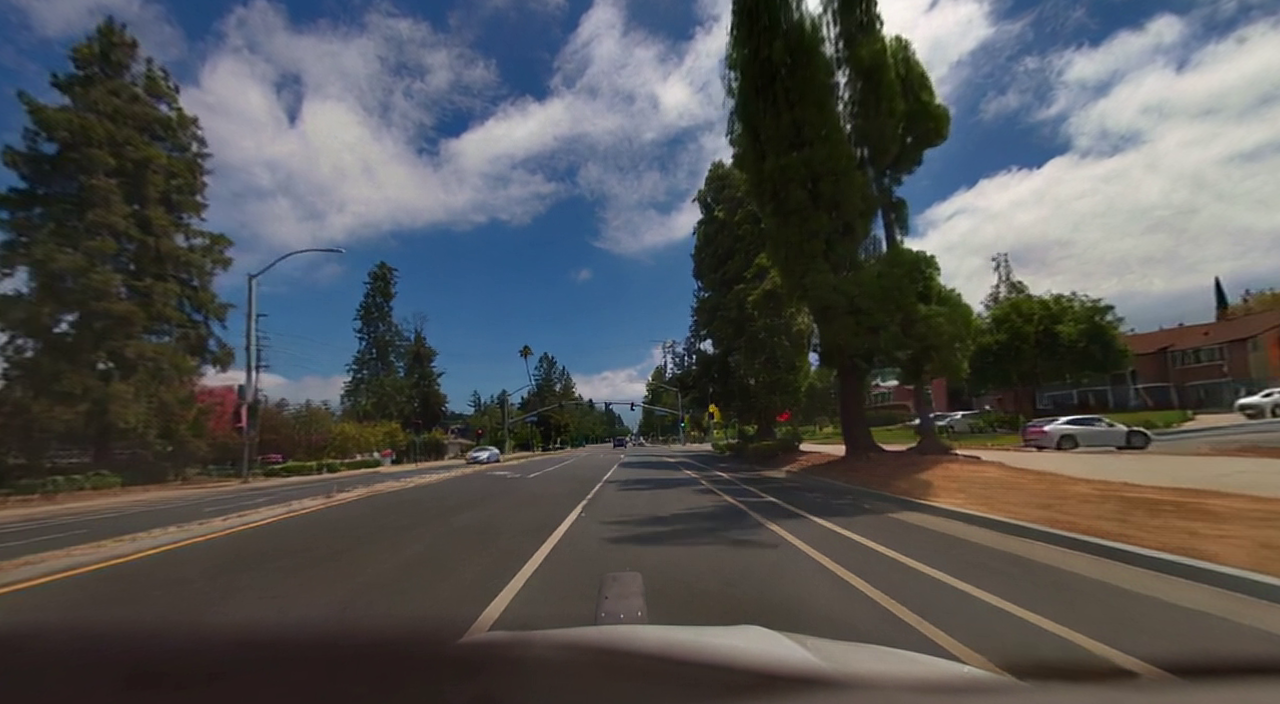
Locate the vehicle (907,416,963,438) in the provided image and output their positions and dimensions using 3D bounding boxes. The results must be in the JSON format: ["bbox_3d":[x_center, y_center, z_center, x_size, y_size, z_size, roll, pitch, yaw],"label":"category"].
[{"bbox_3d":[22.972,5.865,49.333,1.911,1.598,4.322,1,-8,-6],"label":"vehicle"}]

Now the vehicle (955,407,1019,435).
[{"bbox_3d":[26.842,5.389,49.021,2.081,1.949,4.635,3,-7,-5],"label":"vehicle"}]

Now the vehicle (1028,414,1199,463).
[{"bbox_3d":[15.595,2.926,21.233,1.882,1.446,4.741,0,-8,-4],"label":"vehicle"}]
